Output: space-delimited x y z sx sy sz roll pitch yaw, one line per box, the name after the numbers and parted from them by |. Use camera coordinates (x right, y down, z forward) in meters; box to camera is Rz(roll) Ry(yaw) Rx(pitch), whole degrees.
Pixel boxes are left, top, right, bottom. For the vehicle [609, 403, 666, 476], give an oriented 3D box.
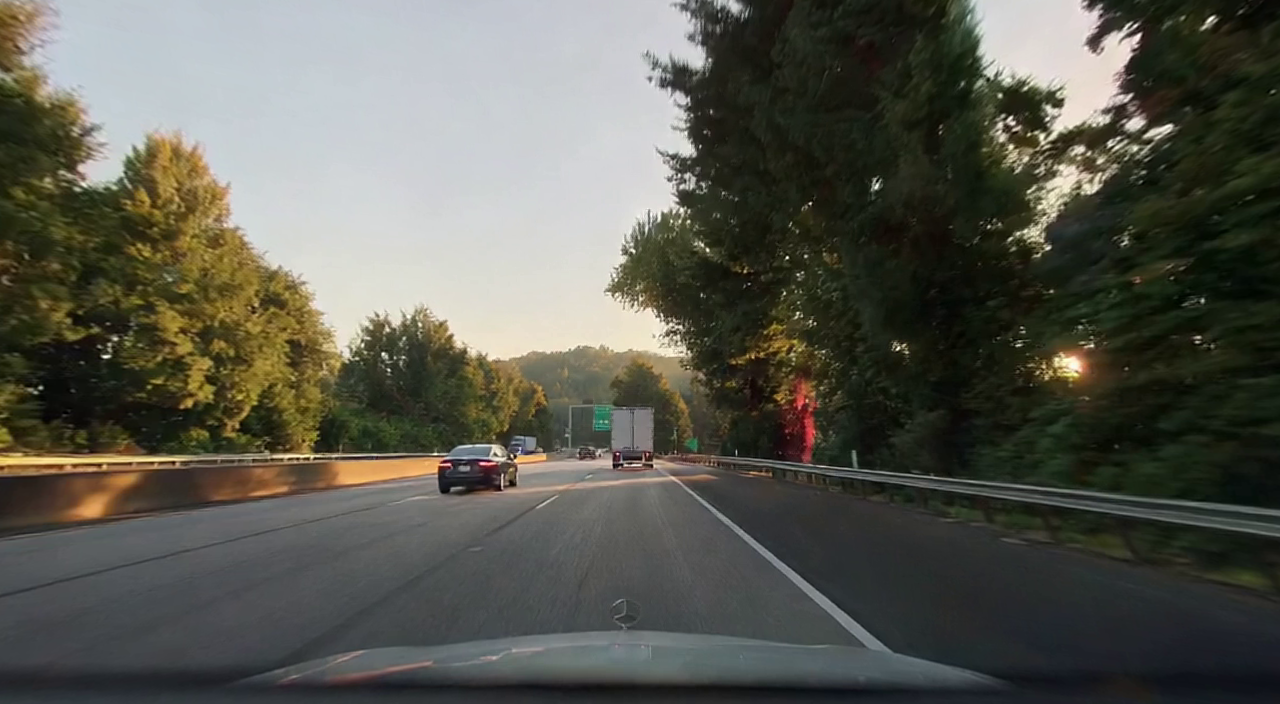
-0.302 5.564 39.359 2.976 3.800 12.335 0 -9 -1 | vehicle

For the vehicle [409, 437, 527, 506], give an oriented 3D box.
-4.330 3.086 16.597 1.964 1.556 4.071 0 -9 0 | vehicle
